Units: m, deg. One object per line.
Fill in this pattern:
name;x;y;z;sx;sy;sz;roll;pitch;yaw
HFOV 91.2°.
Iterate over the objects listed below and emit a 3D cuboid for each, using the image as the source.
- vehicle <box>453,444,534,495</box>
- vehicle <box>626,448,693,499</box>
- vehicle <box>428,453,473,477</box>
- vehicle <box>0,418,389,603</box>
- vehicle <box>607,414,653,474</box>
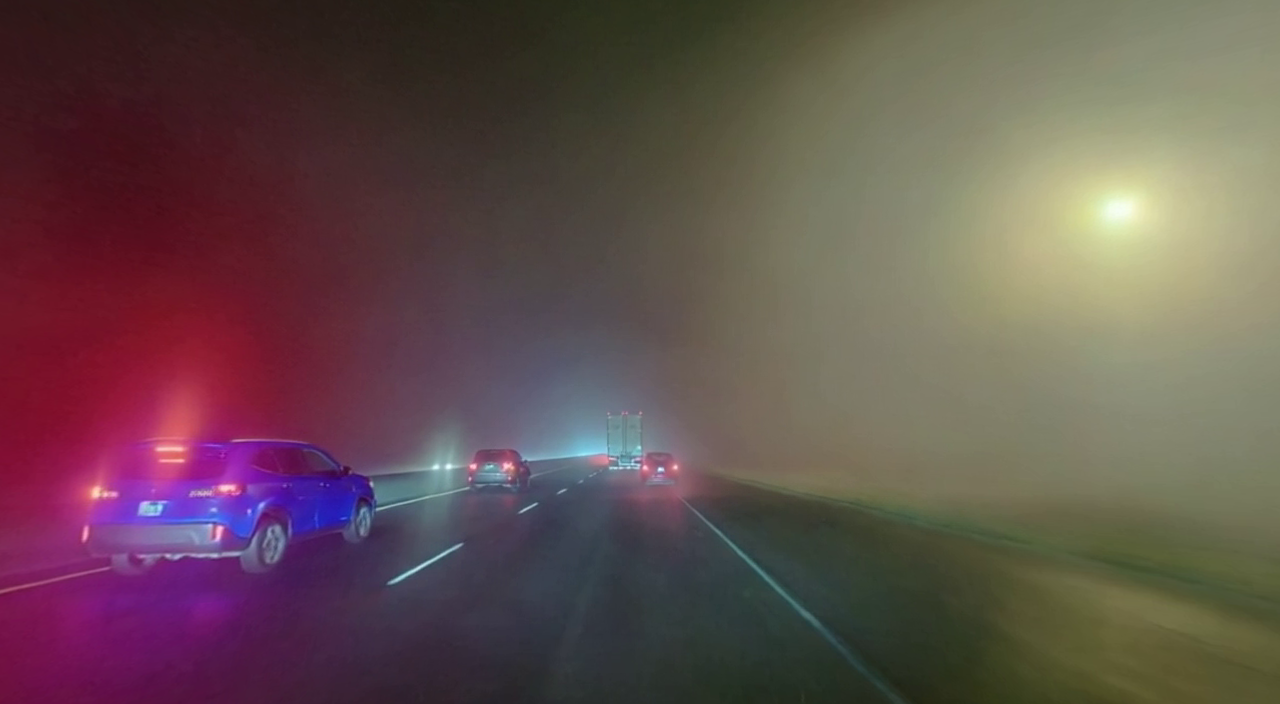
vehicle;-5.258;4.257;23.071;2.035;1.664;4.064;0;-9;0
vehicle;0.542;3.962;20.832;2.026;1.489;4.045;0;-9;-1
vehicle;-14.144;8.405;46.994;2.014;1.643;4.585;0;-9;-1
vehicle;-5.051;1.778;7.886;2.100;1.671;4.105;0;-9;-1
vehicle;-0.850;7.087;48.059;3.113;4.066;10.786;0;-9;-2
